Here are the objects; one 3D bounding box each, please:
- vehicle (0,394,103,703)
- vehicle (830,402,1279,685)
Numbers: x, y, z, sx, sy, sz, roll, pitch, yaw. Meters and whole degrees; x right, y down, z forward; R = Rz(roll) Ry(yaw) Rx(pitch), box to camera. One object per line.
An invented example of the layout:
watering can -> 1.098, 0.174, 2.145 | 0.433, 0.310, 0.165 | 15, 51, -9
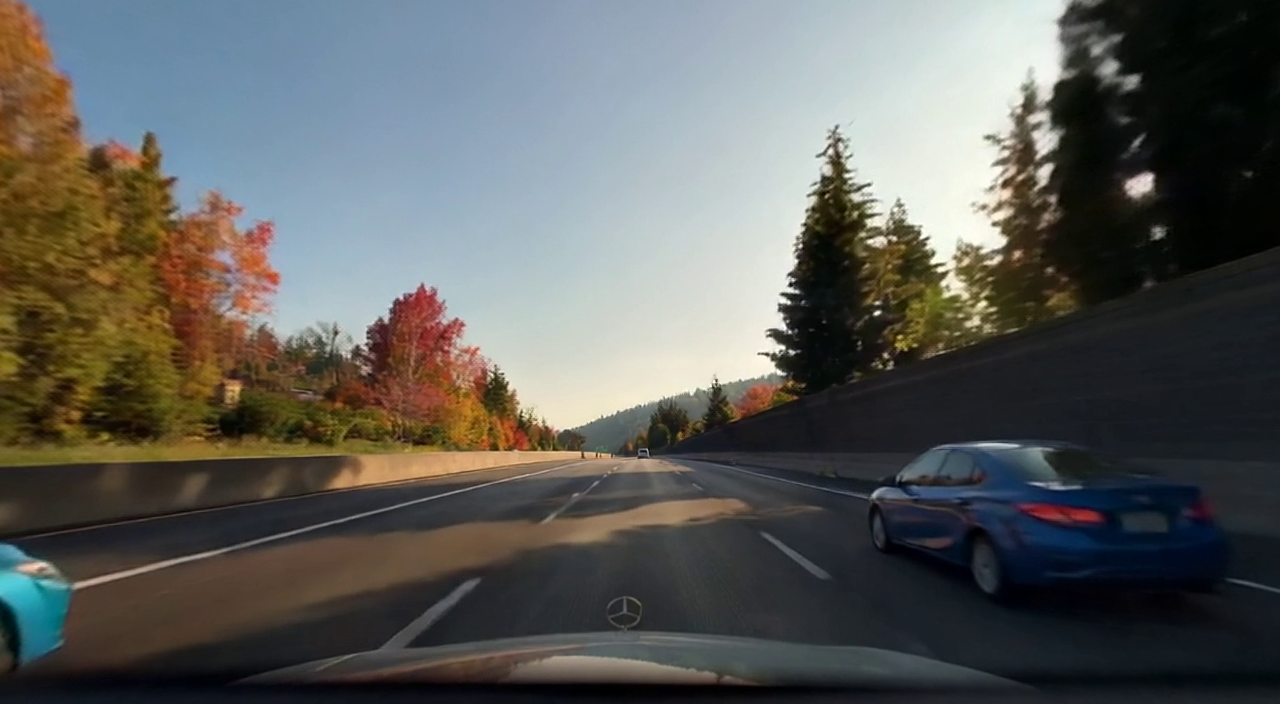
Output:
vehicle -> -4.029, 0.727, 1.260 | 2.010, 1.550, 4.376 | 0, -9, 0
vehicle -> 3.605, 1.424, 5.944 | 2.146, 1.573, 4.661 | 0, -8, 0
